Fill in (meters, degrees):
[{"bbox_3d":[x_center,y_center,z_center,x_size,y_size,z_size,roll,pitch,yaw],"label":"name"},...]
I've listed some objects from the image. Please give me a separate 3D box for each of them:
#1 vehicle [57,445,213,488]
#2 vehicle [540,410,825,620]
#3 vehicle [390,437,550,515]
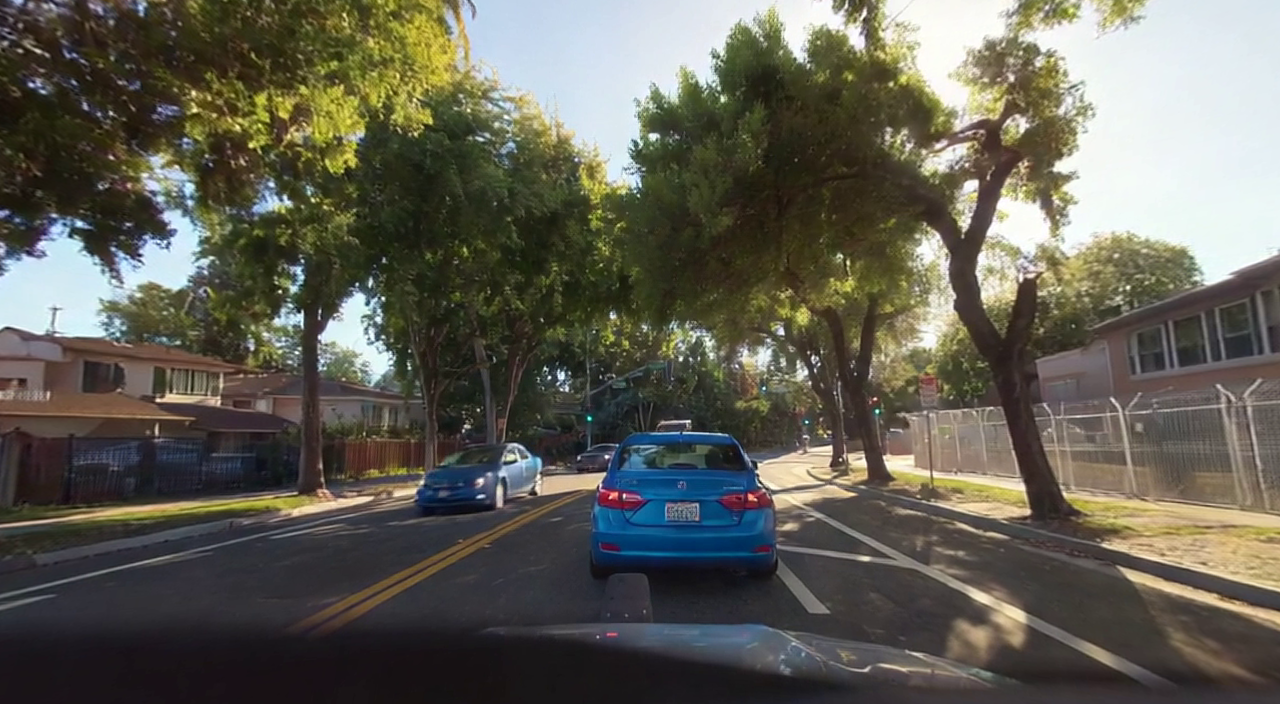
[{"bbox_3d":[-18.091,4.098,22.715,4.069,1.445,2.063,-2,-9,9],"label":"vehicle"},{"bbox_3d":[0.350,1.482,6.645,2.070,1.516,3.936,0,-8,1],"label":"vehicle"},{"bbox_3d":[-3.623,2.723,14.446,2.060,1.479,4.462,-1,-8,6],"label":"vehicle"}]
